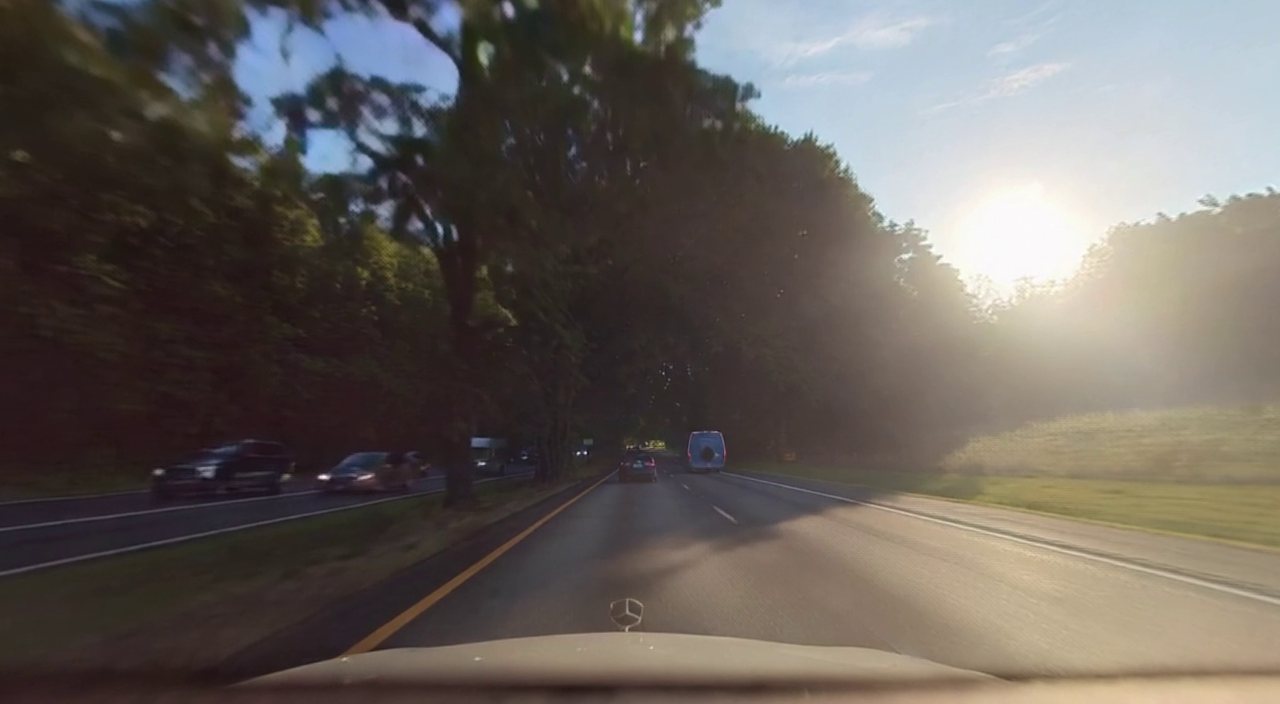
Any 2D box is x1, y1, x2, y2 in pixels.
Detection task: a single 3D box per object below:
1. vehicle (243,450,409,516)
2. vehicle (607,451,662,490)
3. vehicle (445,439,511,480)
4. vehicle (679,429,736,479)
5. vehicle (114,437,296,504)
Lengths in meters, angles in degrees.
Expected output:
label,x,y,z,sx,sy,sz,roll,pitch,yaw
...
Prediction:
label,x,y,z,sx,sy,sz,roll,pitch,yaw
vehicle,-7.593,3.178,15.806,1.970,1.383,4.178,0,-9,0
vehicle,-0.200,4.742,25.580,2.037,1.417,3.885,0,-9,0
vehicle,-7.918,5.303,31.304,2.023,1.871,4.993,0,-9,-1
vehicle,3.723,5.844,36.235,2.513,2.633,5.930,0,-9,-1
vehicle,-11.865,3.251,17.630,2.074,1.614,4.220,0,-9,0
